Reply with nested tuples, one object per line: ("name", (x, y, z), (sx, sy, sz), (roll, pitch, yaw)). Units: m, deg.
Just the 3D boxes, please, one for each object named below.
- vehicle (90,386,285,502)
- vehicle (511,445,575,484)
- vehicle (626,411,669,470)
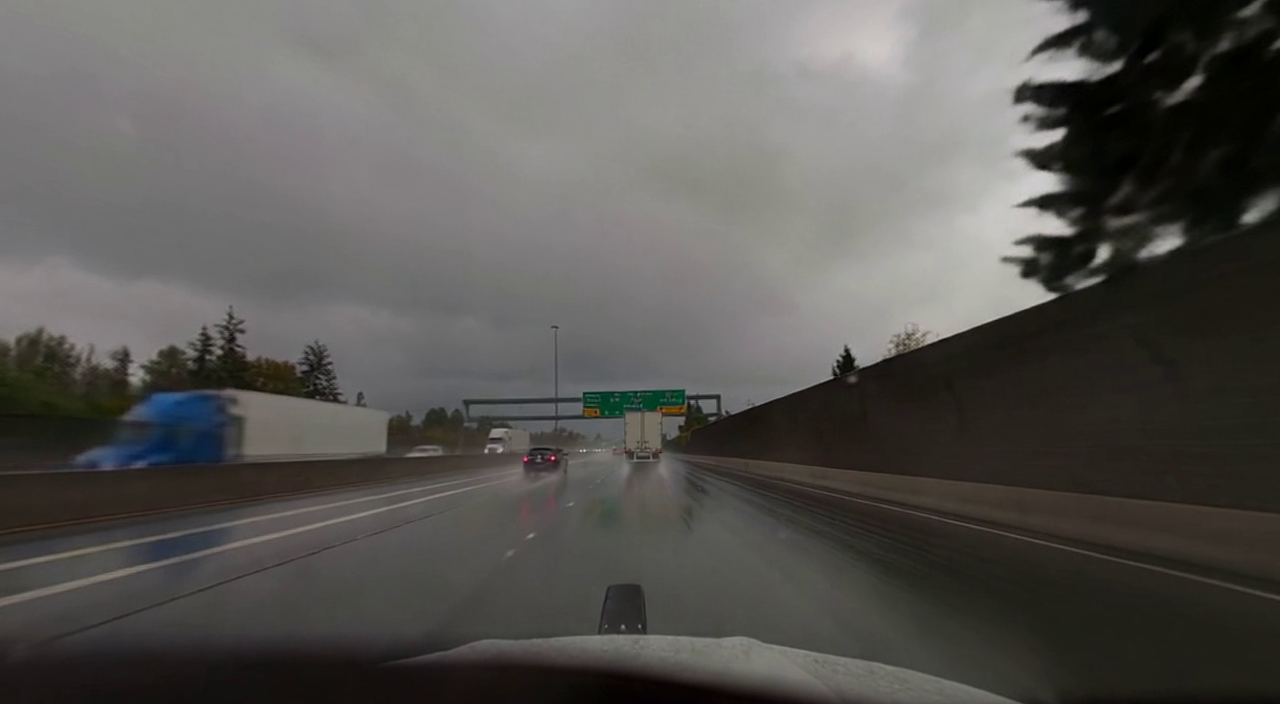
("vehicle", (-17.021, 3.556, 24.378), (2.987, 3.918, 5.823), (0, -9, 0))
("vehicle", (-4.077, 4.787, 27.248), (1.974, 1.531, 4.429), (0, -9, 1))
("vehicle", (0.581, 6.940, 48.955), (2.980, 4.051, 10.359), (0, -9, 1))
